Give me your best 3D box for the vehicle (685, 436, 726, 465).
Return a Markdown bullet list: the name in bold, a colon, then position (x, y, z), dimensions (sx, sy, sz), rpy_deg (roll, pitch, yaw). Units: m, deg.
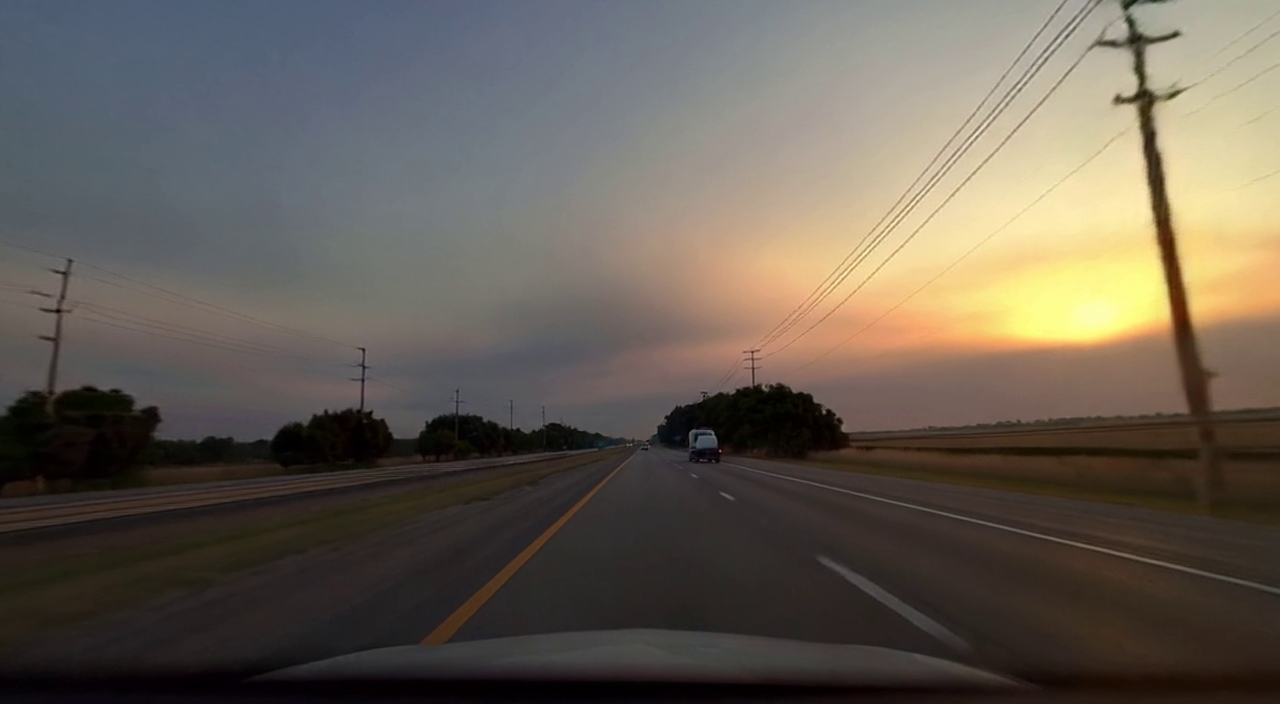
- **vehicle**: position (4.429, 6.763, 43.221), dimensions (2.228, 1.852, 5.449), rpy_deg (0, -8, 0)
